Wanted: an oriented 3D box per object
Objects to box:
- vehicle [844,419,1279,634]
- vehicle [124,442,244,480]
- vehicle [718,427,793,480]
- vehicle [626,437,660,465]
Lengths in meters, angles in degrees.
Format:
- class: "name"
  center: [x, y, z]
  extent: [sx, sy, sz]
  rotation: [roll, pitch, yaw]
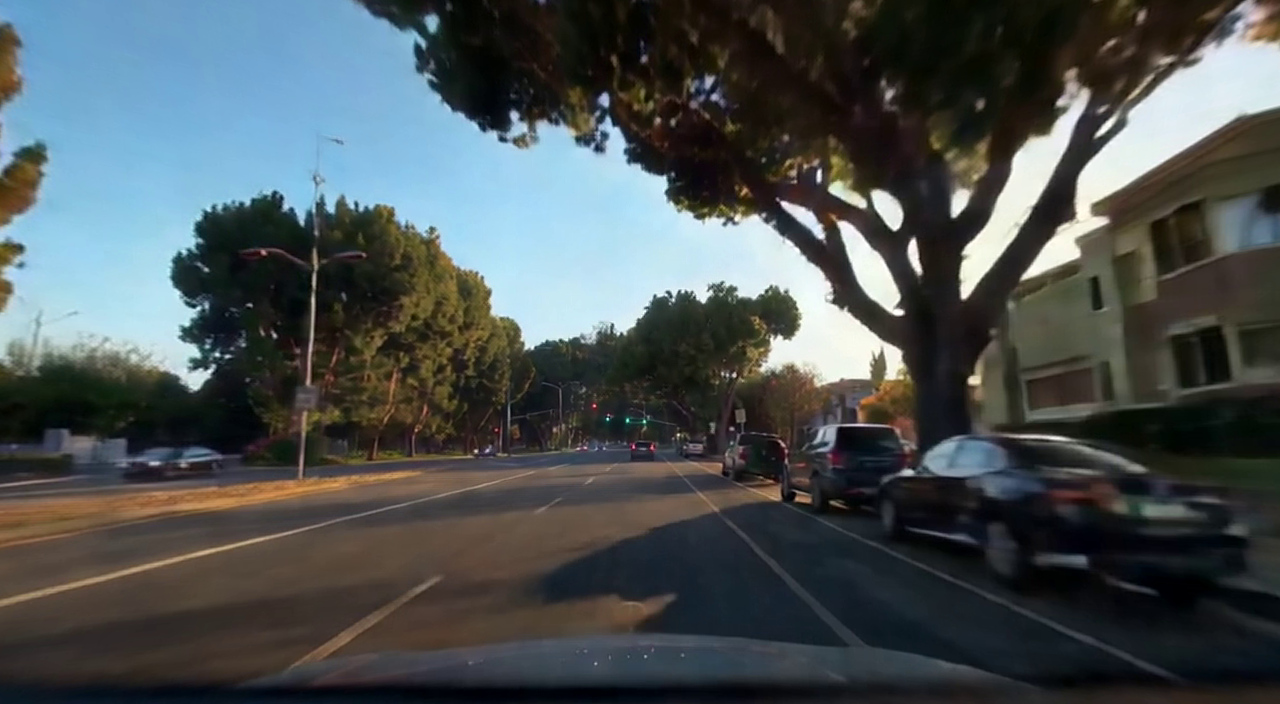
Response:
- class: "vehicle"
  center: [4.088, 1.594, 6.951]
  extent: [2.035, 1.500, 4.912]
  rotation: [0, -8, 0]
- class: "vehicle"
  center: [-21.050, 5.025, 29.388]
  extent: [2.238, 1.645, 4.418]
  rotation: [0, -9, 1]
- class: "vehicle"
  center: [4.280, 3.855, 24.057]
  extent: [2.109, 1.838, 4.204]
  rotation: [0, -9, 1]
- class: "vehicle"
  center: [0.232, 6.620, 42.171]
  extent: [2.169, 1.751, 4.276]
  rotation: [0, -8, 1]
